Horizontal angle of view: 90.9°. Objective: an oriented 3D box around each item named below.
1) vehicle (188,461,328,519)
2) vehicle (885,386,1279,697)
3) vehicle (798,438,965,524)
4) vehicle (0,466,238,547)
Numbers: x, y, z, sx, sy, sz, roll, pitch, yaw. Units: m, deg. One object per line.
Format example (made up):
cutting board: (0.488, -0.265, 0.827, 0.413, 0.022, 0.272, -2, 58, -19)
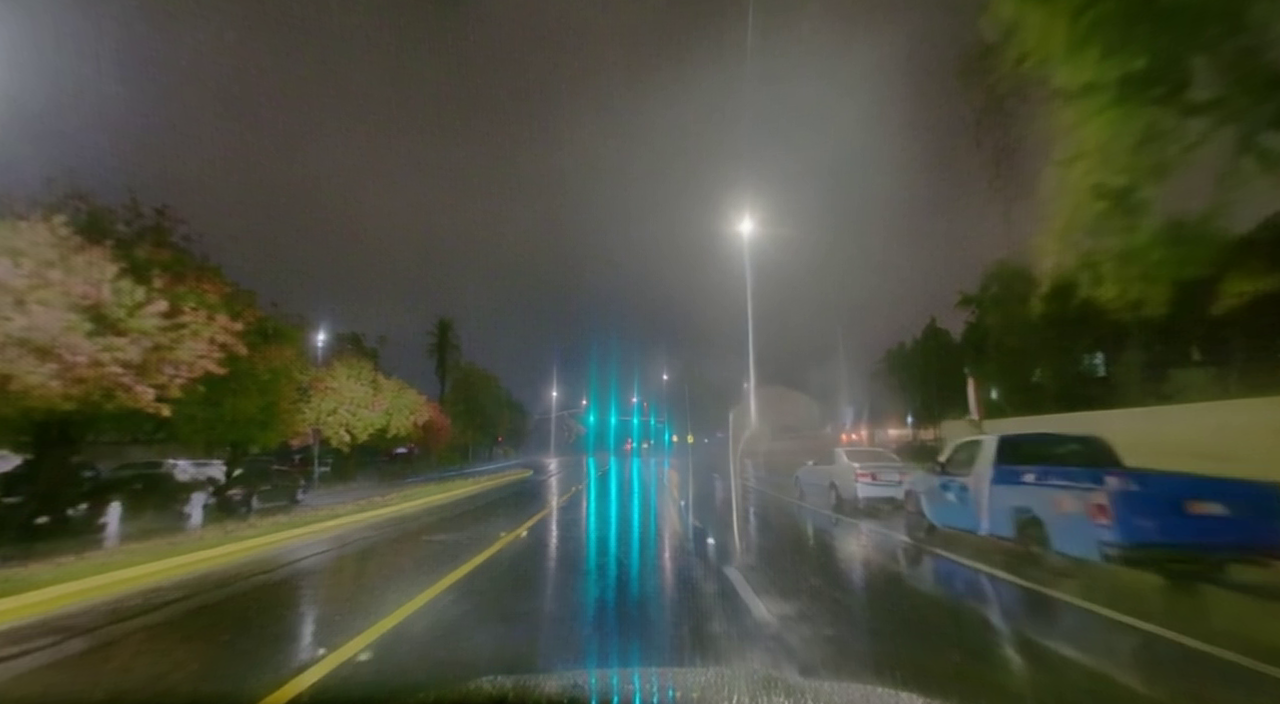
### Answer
vehicle: (-12.474, 4.499, 20.993, 1.851, 1.472, 4.532, -1, -7, 0)
vehicle: (4.649, 1.455, 6.303, 2.218, 1.789, 5.146, 0, -8, -1)
vehicle: (4.904, 2.641, 13.593, 1.915, 1.521, 4.375, 0, -8, 1)
vehicle: (-12.607, 3.703, 15.715, 1.983, 1.513, 4.662, 0, -8, 2)
